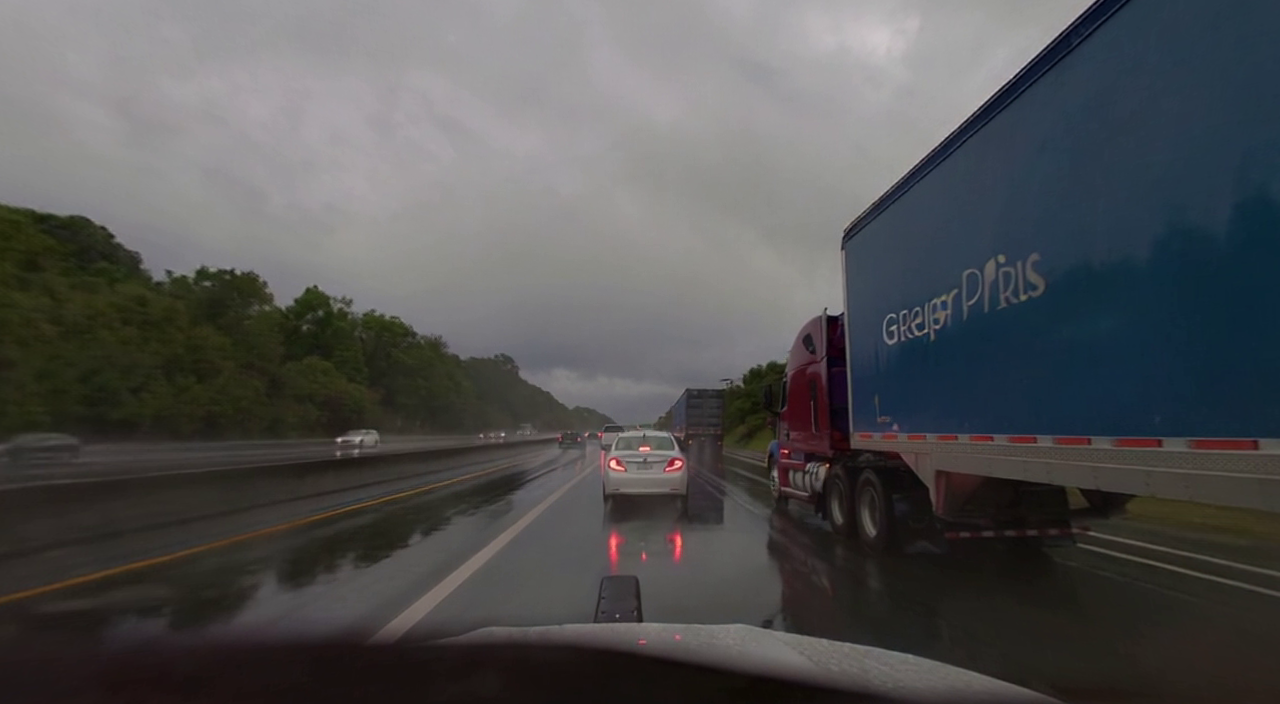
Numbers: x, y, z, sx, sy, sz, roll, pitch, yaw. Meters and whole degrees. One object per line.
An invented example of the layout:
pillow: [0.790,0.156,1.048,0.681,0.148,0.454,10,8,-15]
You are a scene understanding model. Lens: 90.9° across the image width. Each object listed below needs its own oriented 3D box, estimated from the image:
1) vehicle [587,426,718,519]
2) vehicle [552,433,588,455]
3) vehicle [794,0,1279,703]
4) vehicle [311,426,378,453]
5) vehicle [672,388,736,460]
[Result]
vehicle: [0.171,2.109,11.598,2.021,1.435,3.611,0,-8,-1]
vehicle: [-4.711,6.277,43.060,1.983,1.434,4.451,0,-8,0]
vehicle: [4.150,-0.149,3.894,2.816,4.070,14.136,0,-8,0]
vehicle: [-21.791,6.483,46.762,2.126,1.905,5.320,0,-8,3]
vehicle: [4.024,5.030,43.060,2.869,4.067,13.731,0,-8,0]
